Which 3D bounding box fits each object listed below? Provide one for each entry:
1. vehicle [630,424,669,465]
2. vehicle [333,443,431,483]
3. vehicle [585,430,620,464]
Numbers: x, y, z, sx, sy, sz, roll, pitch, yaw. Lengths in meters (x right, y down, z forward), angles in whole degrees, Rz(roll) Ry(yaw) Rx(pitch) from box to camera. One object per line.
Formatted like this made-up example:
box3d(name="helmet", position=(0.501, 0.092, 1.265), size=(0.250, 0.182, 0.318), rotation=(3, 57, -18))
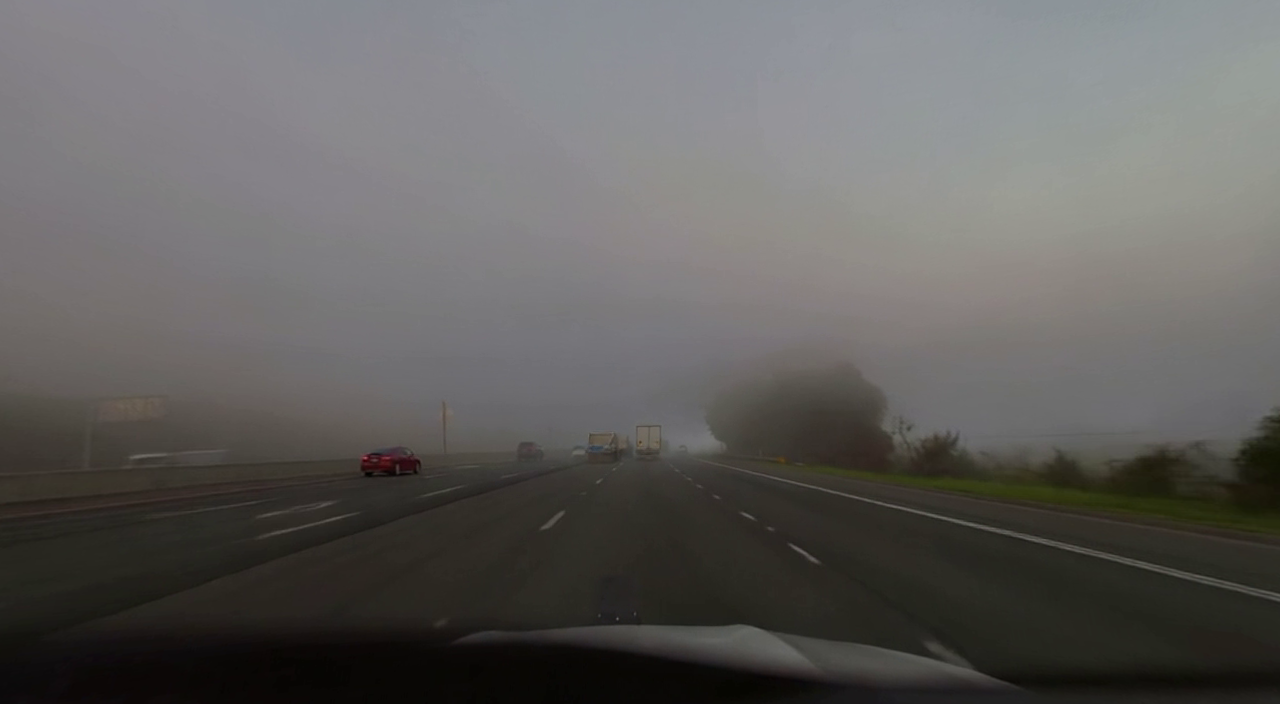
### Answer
box3d(name="vehicle", position=(0.764, 7.144, 48.945), size=(2.768, 2.854, 6.757), rotation=(1, -8, 1))
box3d(name="vehicle", position=(-10.255, 4.433, 25.590), size=(1.952, 1.457, 4.689), rotation=(0, -9, 1))
box3d(name="vehicle", position=(-2.881, 7.500, 49.717), size=(2.328, 2.519, 5.238), rotation=(0, -9, 1))
